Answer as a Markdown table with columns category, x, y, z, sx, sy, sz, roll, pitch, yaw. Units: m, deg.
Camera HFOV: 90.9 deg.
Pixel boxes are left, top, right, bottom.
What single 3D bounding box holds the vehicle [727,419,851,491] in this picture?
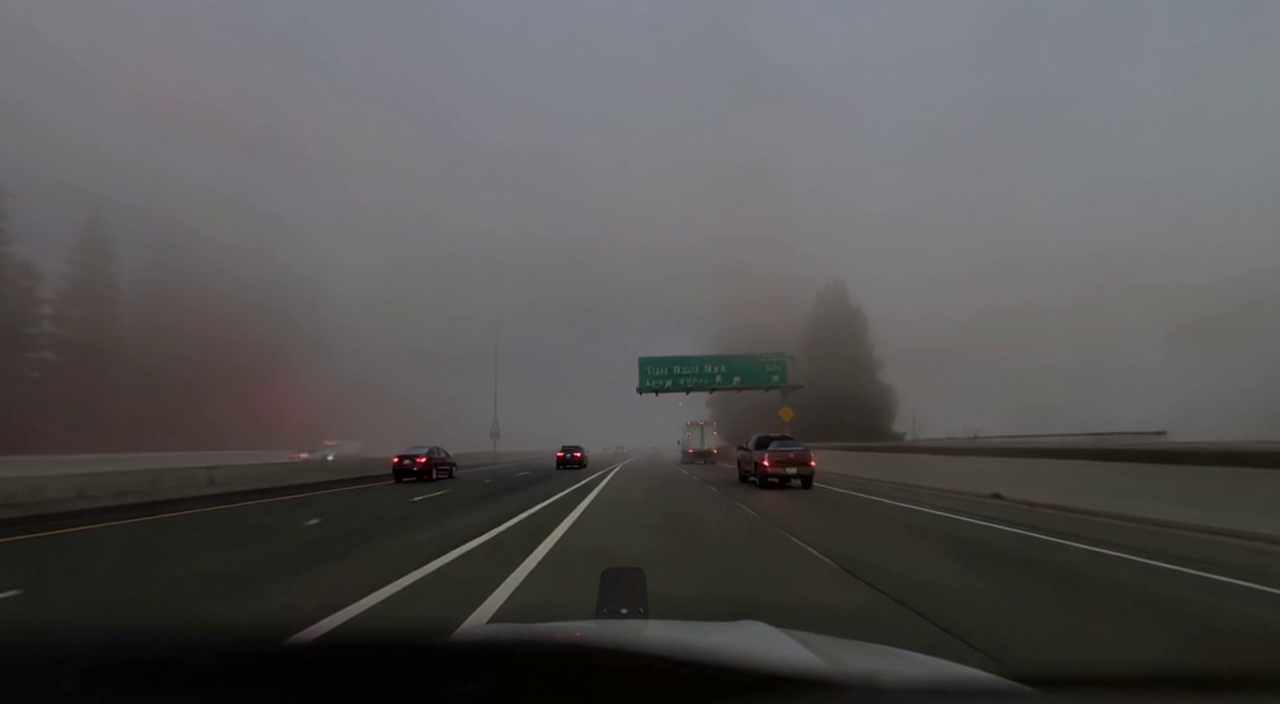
| category | x | y | z | sx | sy | sz | roll | pitch | yaw |
| --- | --- | --- | --- | --- | --- | --- | --- | --- | --- |
| vehicle | 4.497 | 3.292 | 20.441 | 2.355 | 1.930 | 6.633 | 0 | -8 | -1 |

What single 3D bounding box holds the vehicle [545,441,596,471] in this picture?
| category | x | y | z | sx | sy | sz | roll | pitch | yaw |
| --- | --- | --- | --- | --- | --- | --- | --- | --- | --- |
| vehicle | -3.537 | 5.374 | 32.802 | 1.981 | 1.473 | 4.317 | 0 | -8 | 2 |

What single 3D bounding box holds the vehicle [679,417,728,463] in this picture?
| category | x | y | z | sx | sy | sz | roll | pitch | yaw |
| --- | --- | --- | --- | --- | --- | --- | --- | --- | --- |
| vehicle | 4.524 | 6.464 | 46.243 | 2.732 | 3.052 | 7.118 | 0 | -8 | -1 |

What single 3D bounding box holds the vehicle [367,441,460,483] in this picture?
| category | x | y | z | sx | sy | sz | roll | pitch | yaw |
| --- | --- | --- | --- | --- | --- | --- | --- | --- | --- |
| vehicle | -8.682 | 4.217 | 24.625 | 1.899 | 1.465 | 4.589 | 0 | -8 | 0 |
